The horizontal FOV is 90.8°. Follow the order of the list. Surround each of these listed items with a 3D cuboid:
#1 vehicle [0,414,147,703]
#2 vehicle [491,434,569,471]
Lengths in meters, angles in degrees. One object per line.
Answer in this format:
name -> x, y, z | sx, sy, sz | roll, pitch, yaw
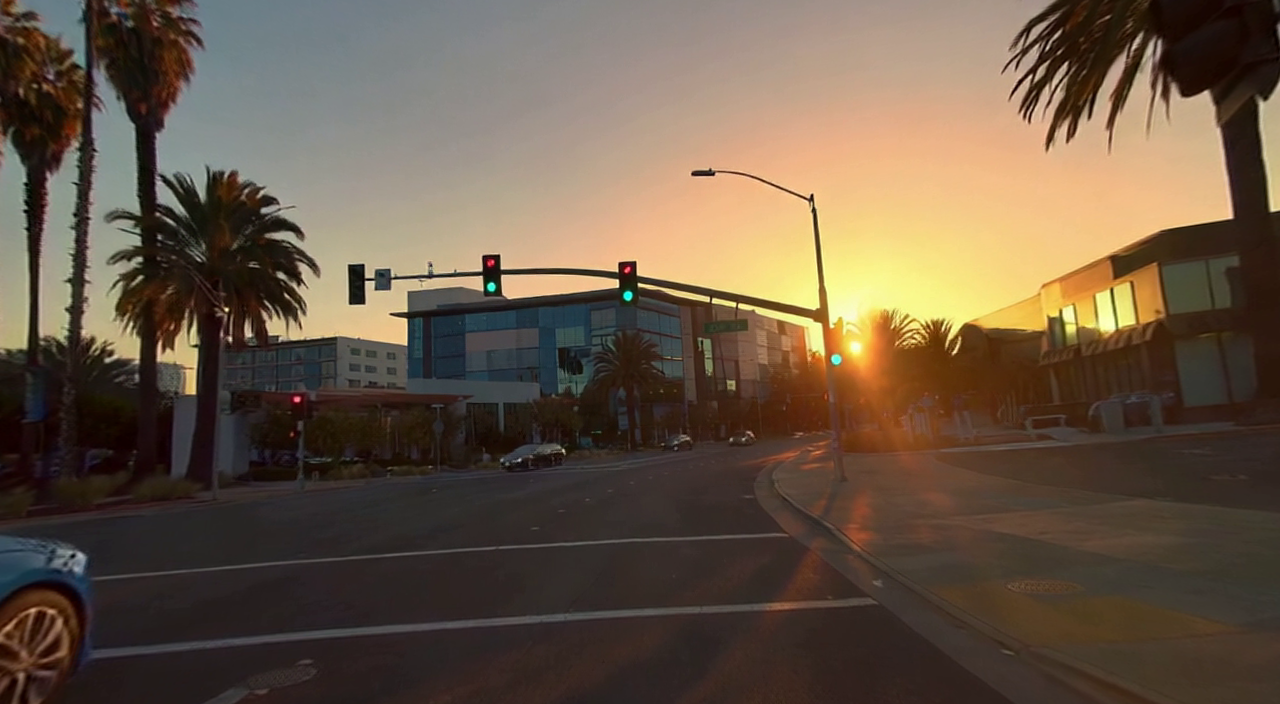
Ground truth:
vehicle -> -3.339, 0.732, 0.638 | 2.071, 1.482, 4.446 | 0, -9, 0
vehicle -> -5.702, 5.307, 33.460 | 2.181, 1.792, 4.648 | -3, -9, 16
